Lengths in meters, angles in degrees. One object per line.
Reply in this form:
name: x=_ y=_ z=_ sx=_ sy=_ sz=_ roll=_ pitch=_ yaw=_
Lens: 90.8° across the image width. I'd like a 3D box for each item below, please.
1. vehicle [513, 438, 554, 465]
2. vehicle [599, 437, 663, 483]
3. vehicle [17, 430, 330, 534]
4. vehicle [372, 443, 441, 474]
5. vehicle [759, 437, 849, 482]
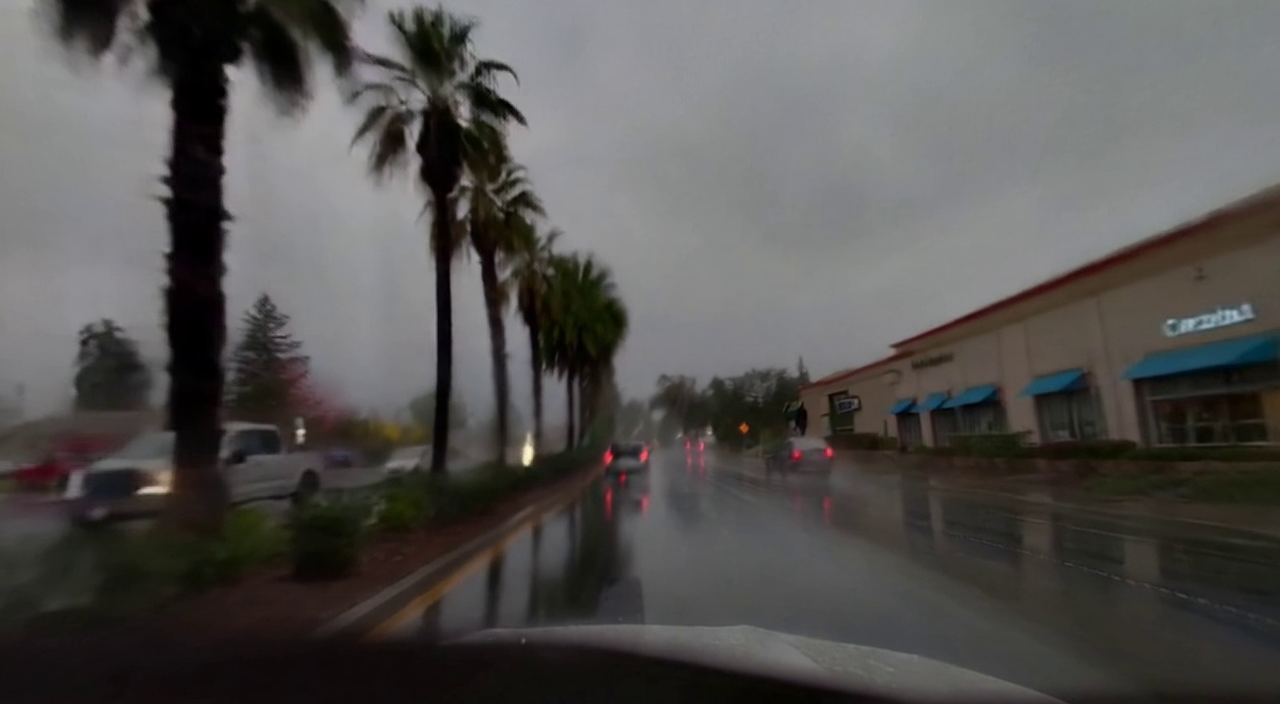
vehicle: x=-7.137 y=6.743 z=42.851 sx=2.156 sy=1.702 sz=4.379 roll=0 pitch=-9 yaw=-2
vehicle: x=-0.330 y=3.874 z=22.897 sx=2.106 sy=1.496 sz=3.964 roll=0 pitch=-9 yaw=-1
vehicle: x=-8.285 y=2.336 z=12.093 sx=2.049 sy=1.543 sz=5.131 roll=0 pitch=-9 yaw=0
vehicle: x=-11.943 y=5.479 z=32.626 sx=1.833 sy=1.464 sz=4.463 roll=0 pitch=-9 yaw=0
vehicle: x=6.364 y=4.231 z=25.131 sx=2.244 sy=1.618 sz=4.585 roll=0 pitch=-9 yaw=-2
